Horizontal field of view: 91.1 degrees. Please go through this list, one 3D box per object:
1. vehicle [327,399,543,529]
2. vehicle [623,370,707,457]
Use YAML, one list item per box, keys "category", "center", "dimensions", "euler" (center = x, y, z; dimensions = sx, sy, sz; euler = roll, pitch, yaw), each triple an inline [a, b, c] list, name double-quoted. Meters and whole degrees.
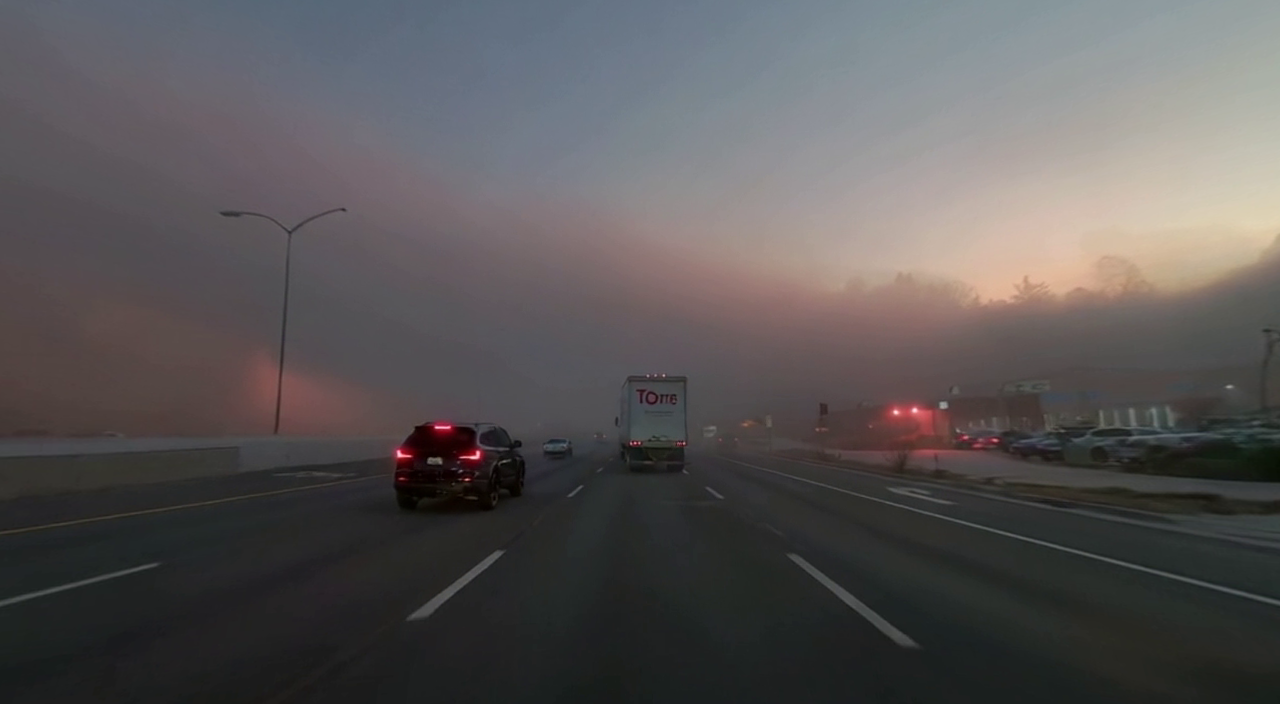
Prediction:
- category: "vehicle"
  center: [-3.281, 1.937, 11.380]
  dimensions: [2.178, 1.826, 4.933]
  euler: [0, -8, 1]
- category: "vehicle"
  center: [1.908, 3.634, 36.960]
  dimensions: [3.657, 4.173, 13.731]
  euler: [-1, -6, 7]
